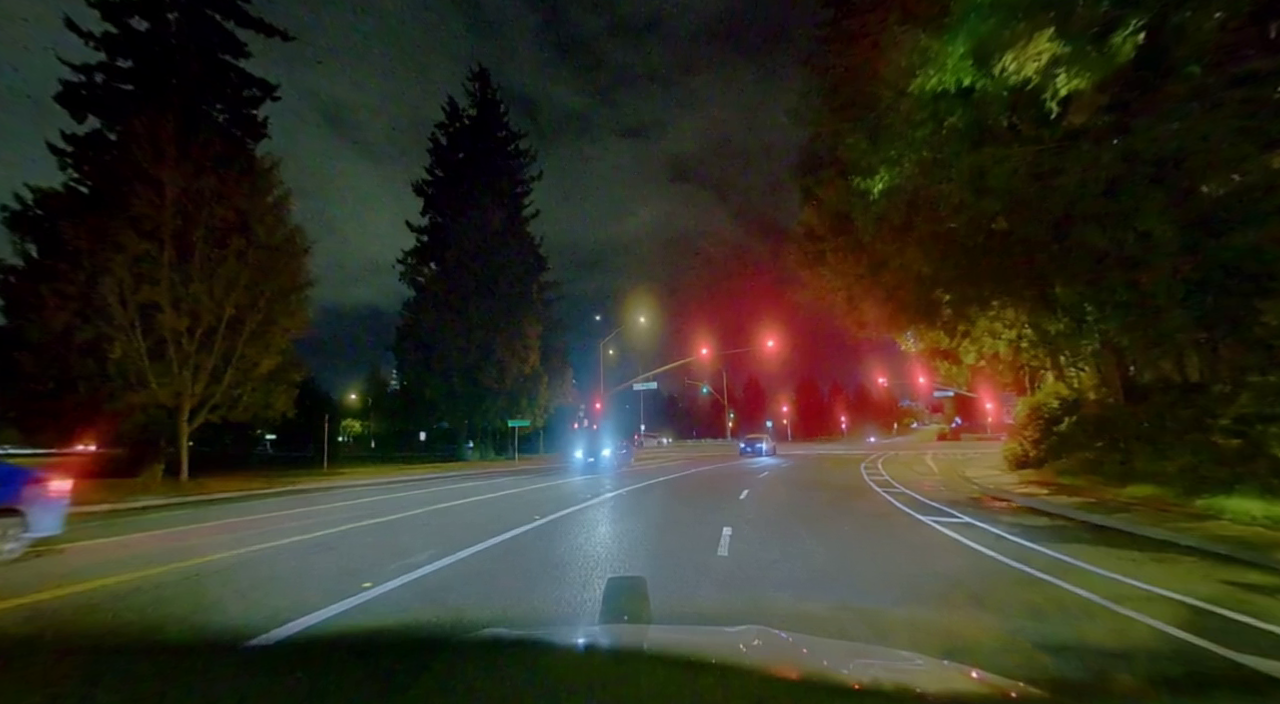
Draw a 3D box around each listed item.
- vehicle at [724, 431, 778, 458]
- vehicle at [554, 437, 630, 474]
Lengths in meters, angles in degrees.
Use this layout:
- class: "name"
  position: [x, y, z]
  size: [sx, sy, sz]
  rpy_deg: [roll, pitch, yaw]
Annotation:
- class: "vehicle"
  position: [6.993, 5.770, 39.424]
  size: [2.055, 1.573, 4.065]
  rpy_deg: [-5, -9, 29]
- class: "vehicle"
  position: [-2.141, 4.811, 29.628]
  size: [1.983, 1.562, 4.652]
  rpy_deg: [-3, -9, 17]
